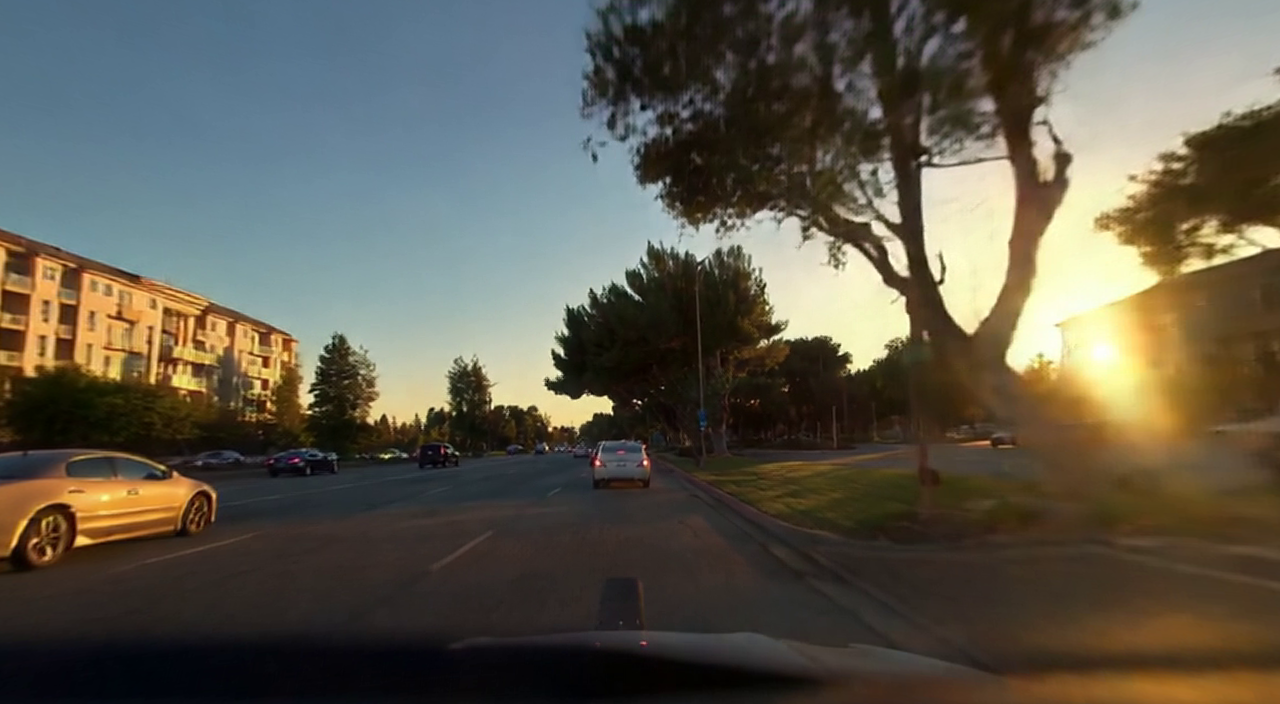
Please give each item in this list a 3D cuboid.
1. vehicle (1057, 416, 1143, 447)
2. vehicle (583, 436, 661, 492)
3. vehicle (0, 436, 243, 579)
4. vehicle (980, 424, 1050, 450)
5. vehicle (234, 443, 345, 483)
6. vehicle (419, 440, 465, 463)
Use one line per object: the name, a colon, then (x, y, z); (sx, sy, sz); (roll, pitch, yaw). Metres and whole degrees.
vehicle: (26.582, 4.635, 36.564); (3.512, 1.415, 1.722); (-5, -9, -3)
vehicle: (-0.524, 3.342, 19.185); (2.099, 1.469, 4.389); (0, -8, -1)
vehicle: (-7.507, 1.829, 8.080); (1.906, 1.449, 4.576); (0, -8, -1)
vehicle: (24.773, 5.643, 41.757); (3.437, 1.408, 1.759); (-4, -8, -5)
vehicle: (-14.214, 4.517, 26.012); (2.024, 1.484, 4.592); (0, -8, -2)
vehicle: (-15.074, 7.608, 48.302); (2.064, 1.686, 4.380); (0, -8, 0)
